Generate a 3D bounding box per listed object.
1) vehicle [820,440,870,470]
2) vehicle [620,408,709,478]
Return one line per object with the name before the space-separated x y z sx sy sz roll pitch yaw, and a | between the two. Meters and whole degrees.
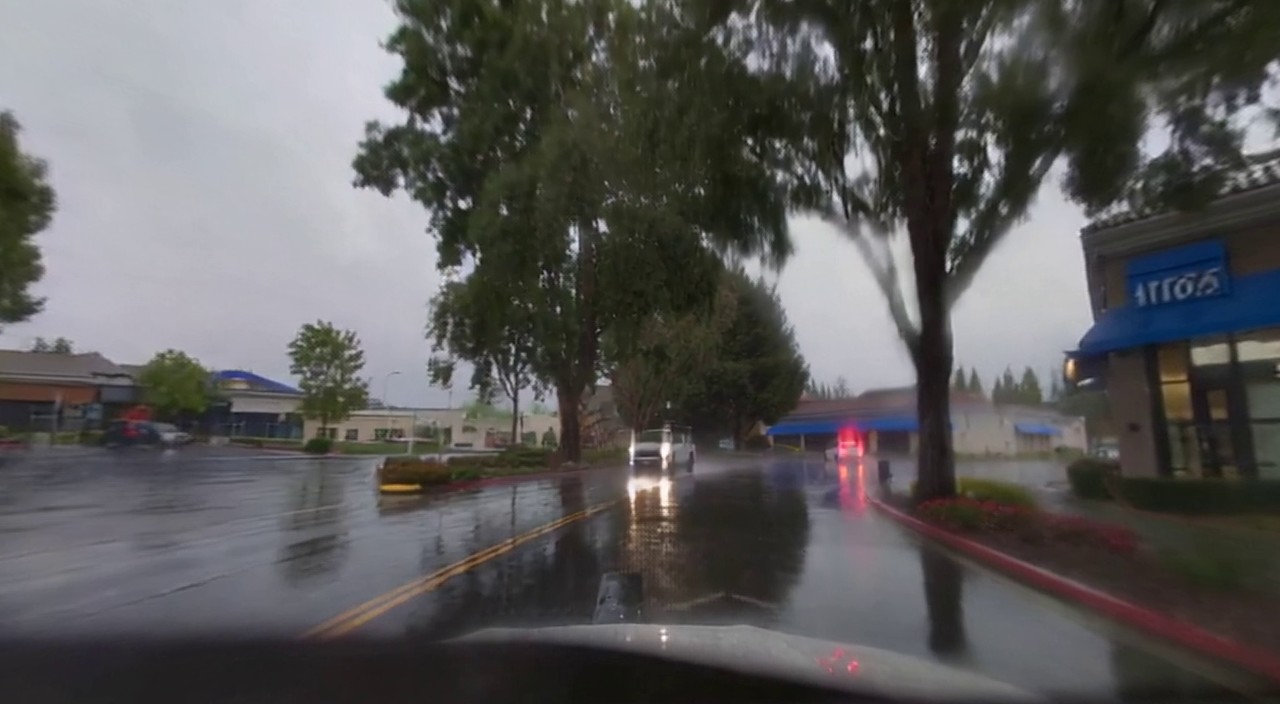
vehicle | 13.066 6.577 40.656 2.292 1.767 5.128 -2 -9 10
vehicle | 1.315 4.206 29.153 2.674 2.815 6.582 -2 -9 15
